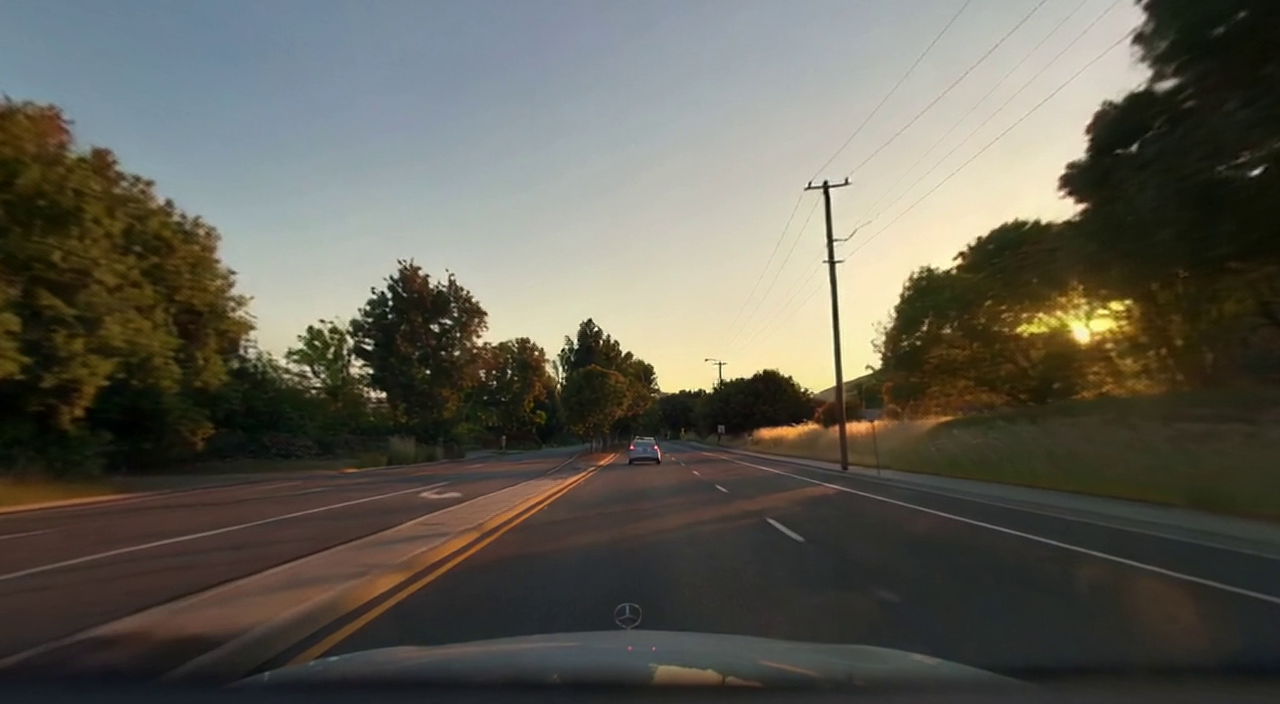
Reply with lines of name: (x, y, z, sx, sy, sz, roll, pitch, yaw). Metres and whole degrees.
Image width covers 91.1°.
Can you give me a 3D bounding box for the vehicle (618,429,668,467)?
vehicle: (0.150, 4.665, 30.639, 2.256, 1.734, 4.176, 0, -8, 1)
